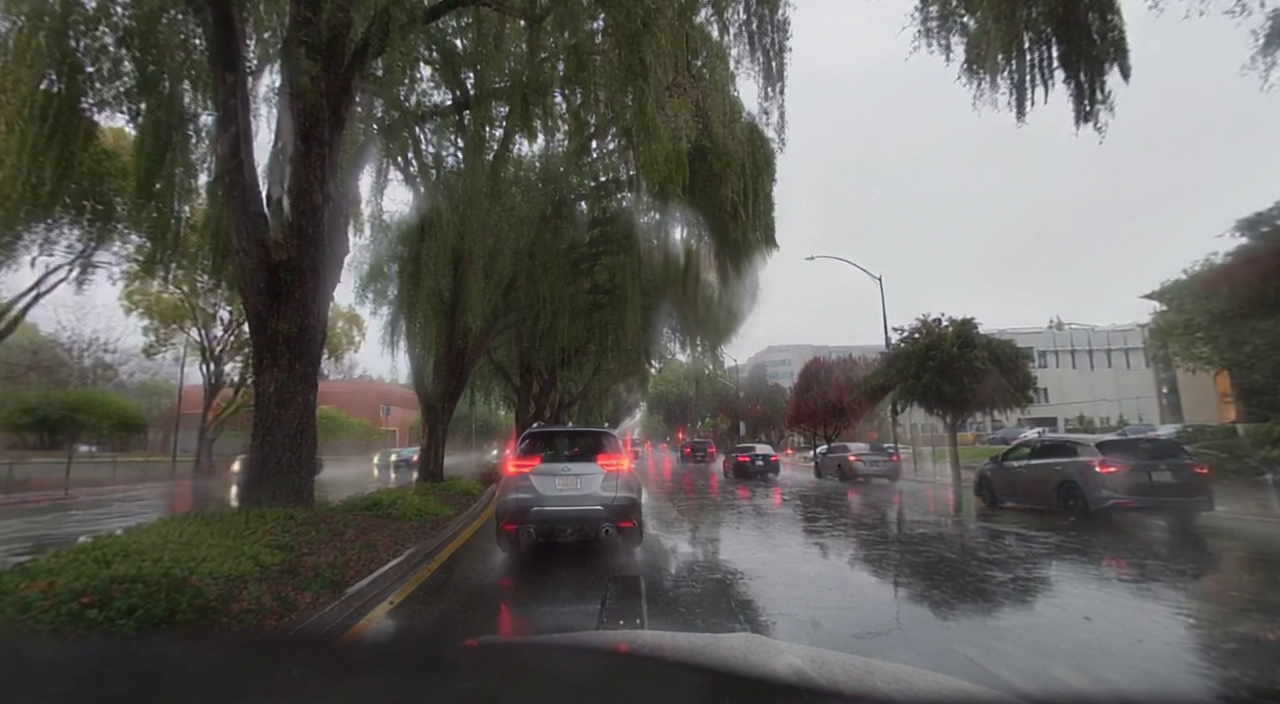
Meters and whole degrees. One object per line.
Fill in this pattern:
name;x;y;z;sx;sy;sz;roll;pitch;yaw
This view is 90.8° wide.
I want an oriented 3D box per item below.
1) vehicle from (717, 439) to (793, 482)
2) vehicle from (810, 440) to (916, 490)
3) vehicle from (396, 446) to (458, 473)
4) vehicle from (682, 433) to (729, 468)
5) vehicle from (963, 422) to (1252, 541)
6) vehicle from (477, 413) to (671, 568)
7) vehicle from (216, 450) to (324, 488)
vehicle;4.257;4.086;24.193;2.175;1.477;4.520;0;-8;2
vehicle;7.276;3.699;21.103;1.977;1.485;4.308;0;-8;0
vehicle;-12.150;6.153;36.356;1.981;1.463;4.395;0;-8;1
vehicle;3.687;5.680;36.475;2.114;1.846;4.659;0;-8;-1
vehicle;7.974;2.220;11.481;2.168;1.709;4.289;-1;-8;5
vehicle;-0.872;1.786;8.842;2.106;1.655;3.717;1;-8;-5
vehicle;-15.848;4.998;27.389;1.900;1.467;4.609;0;-8;0
